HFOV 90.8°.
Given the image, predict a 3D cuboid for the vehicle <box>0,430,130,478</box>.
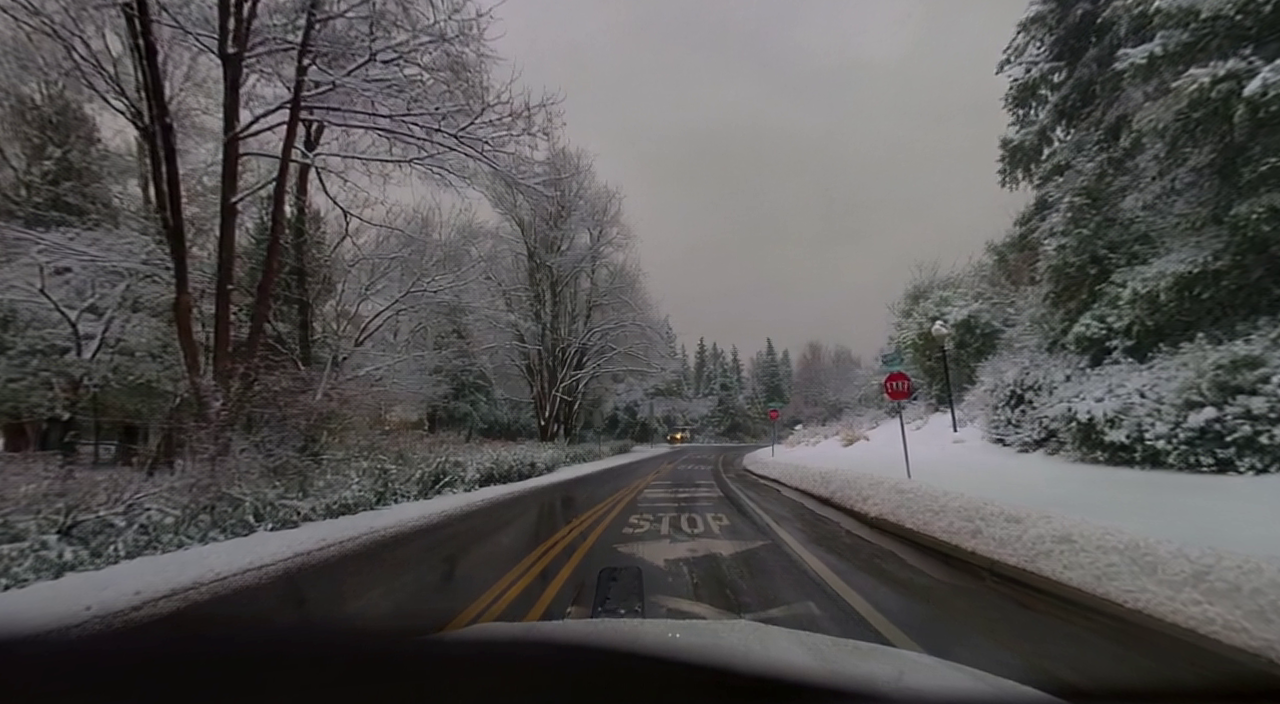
[{"bbox_3d":[-28.372,5.015,31.251,4.733,1.892,1.939,-4,-4,2],"label":"vehicle"}]
